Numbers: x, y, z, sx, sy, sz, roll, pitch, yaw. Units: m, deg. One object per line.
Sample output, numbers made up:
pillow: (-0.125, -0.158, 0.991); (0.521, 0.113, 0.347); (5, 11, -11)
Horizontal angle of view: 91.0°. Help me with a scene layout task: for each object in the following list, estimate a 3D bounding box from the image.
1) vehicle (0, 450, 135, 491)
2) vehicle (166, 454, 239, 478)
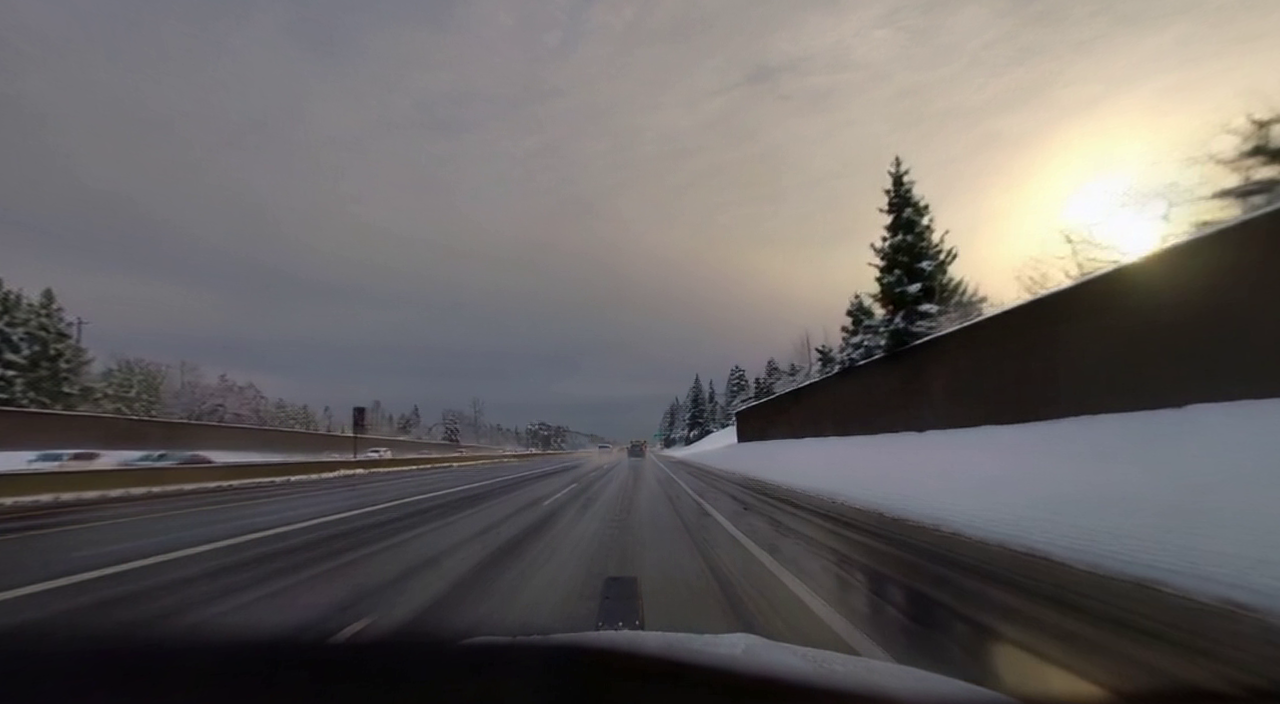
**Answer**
vehicle: (-25.724, 5.261, 28.392); (1.995, 1.653, 4.667); (0, -9, 0)
vehicle: (-30.061, 7.832, 43.422); (1.816, 1.491, 4.424); (0, -9, 0)
